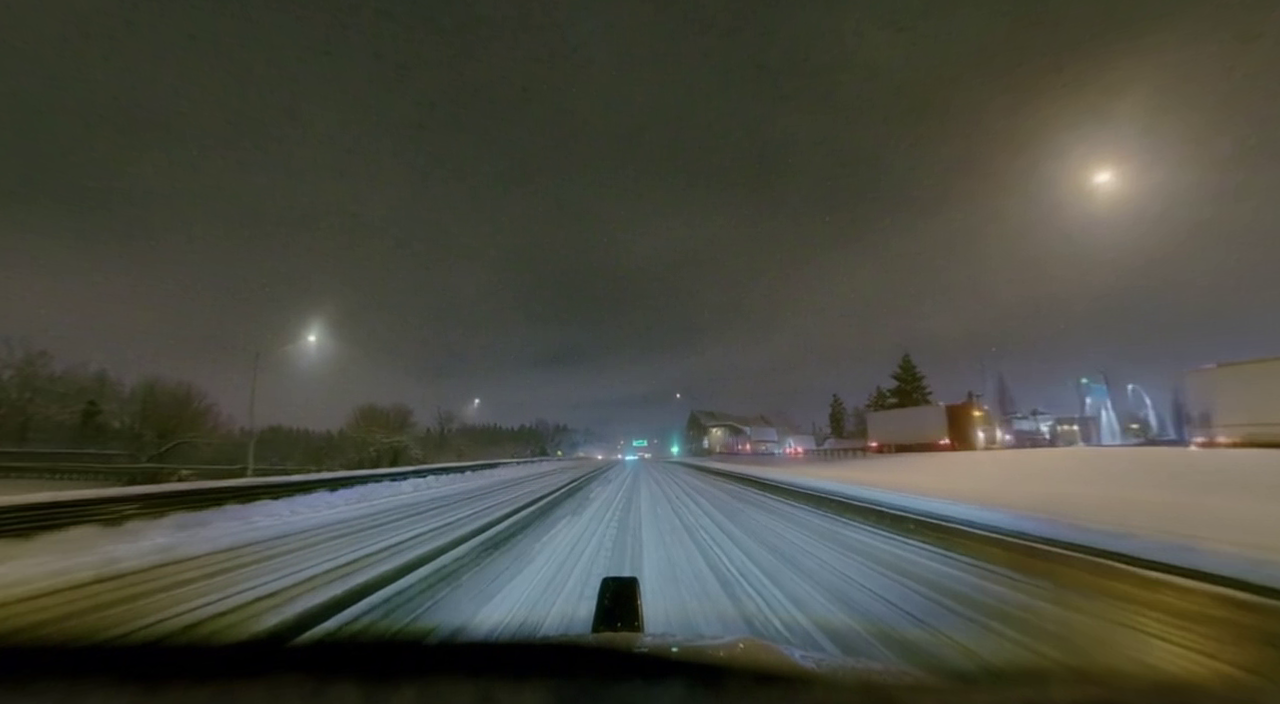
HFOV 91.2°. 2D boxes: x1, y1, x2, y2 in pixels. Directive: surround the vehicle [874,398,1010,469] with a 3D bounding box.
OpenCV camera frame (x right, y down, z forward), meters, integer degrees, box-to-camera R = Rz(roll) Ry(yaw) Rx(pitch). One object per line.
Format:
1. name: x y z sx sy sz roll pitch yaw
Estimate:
1. vehicle: 21.021 5.959 45.284 2.849 4.148 14.184 -3 -8 1
